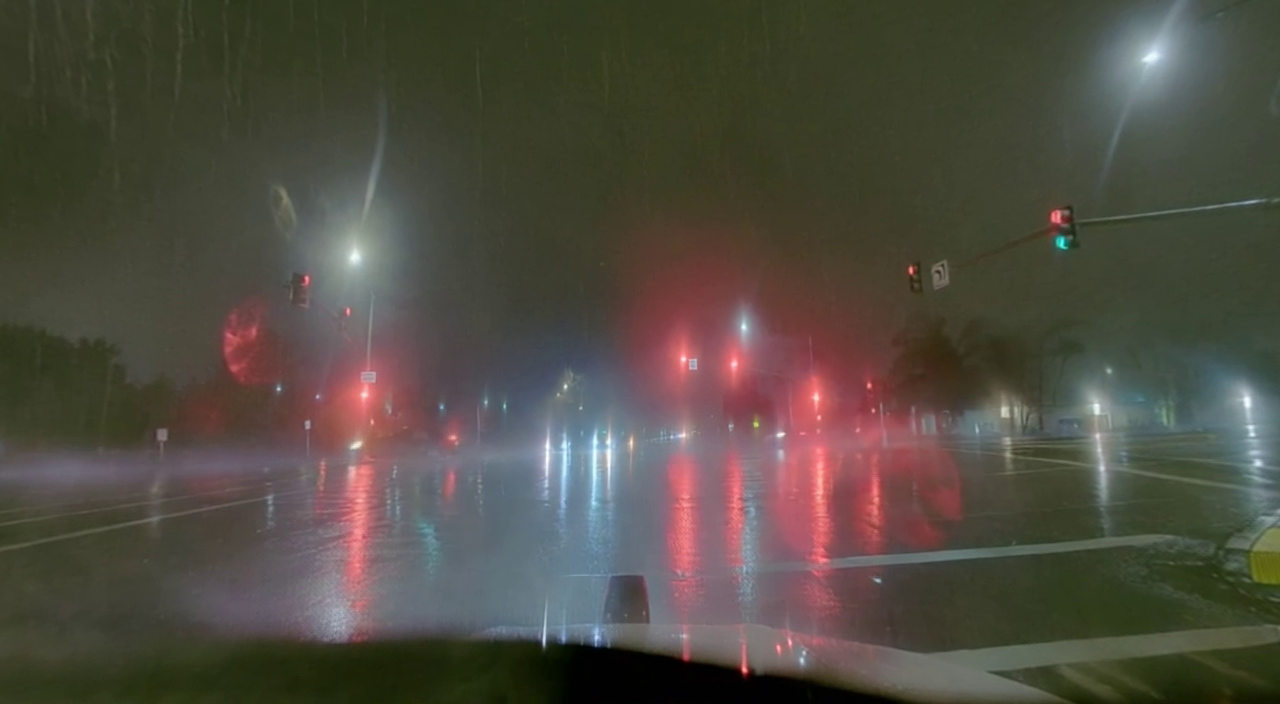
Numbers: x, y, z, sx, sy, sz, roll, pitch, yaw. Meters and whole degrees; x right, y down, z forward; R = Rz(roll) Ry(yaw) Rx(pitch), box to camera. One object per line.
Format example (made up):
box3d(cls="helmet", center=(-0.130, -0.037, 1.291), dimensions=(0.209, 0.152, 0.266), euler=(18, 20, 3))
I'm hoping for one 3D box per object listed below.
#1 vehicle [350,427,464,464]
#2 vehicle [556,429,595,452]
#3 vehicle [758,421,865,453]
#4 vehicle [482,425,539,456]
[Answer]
box3d(cls="vehicle", center=(-10.235, 4.137, 27.999), dimensions=(4.407, 1.569, 1.859), euler=(1, -9, -8))
box3d(cls="vehicle", center=(-4.388, 6.168, 43.773), dimensions=(1.919, 1.467, 4.086), euler=(-1, -9, 5))
box3d(cls="vehicle", center=(8.135, 4.080, 30.113), dimensions=(4.510, 1.431, 1.884), euler=(1, -9, -8))
box3d(cls="vehicle", center=(-8.298, 5.741, 40.899), dimensions=(2.000, 1.864, 5.044), euler=(-1, -9, 8))
